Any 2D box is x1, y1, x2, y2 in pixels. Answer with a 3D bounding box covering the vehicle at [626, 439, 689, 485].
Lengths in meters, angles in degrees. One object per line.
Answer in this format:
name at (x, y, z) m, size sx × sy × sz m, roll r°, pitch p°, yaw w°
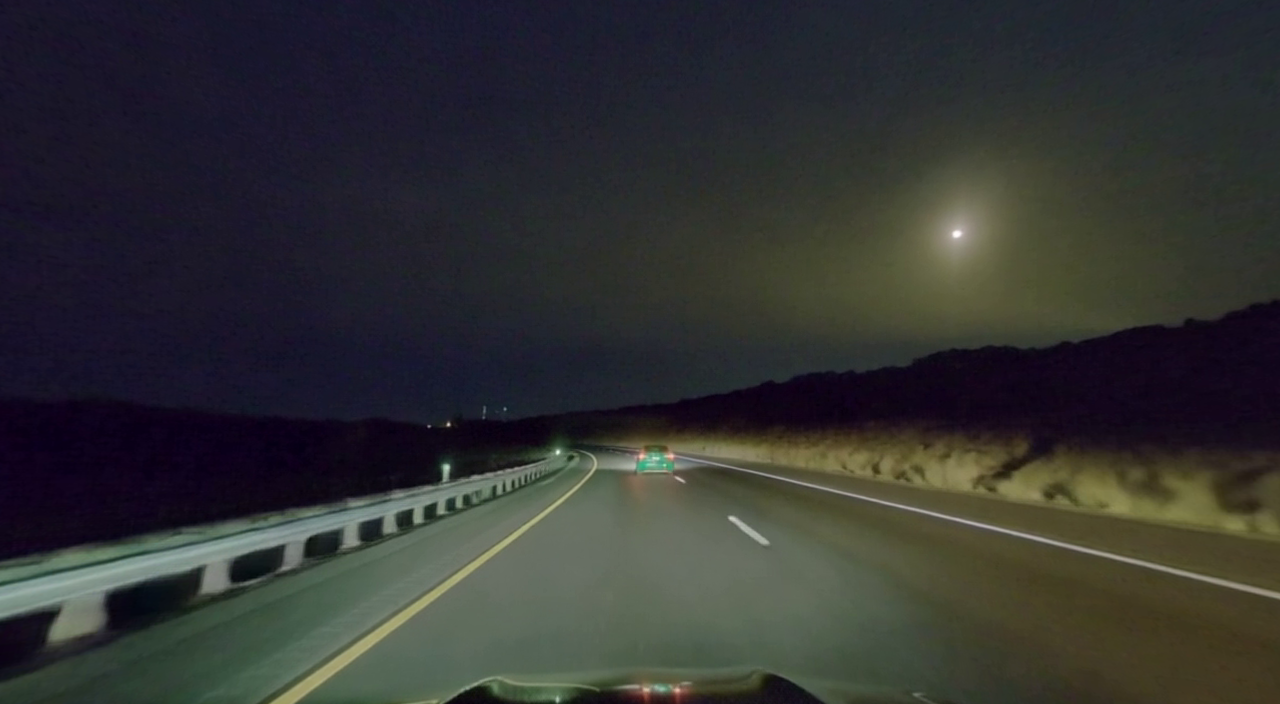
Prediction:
vehicle at (0.533, 3.962, 23.032) m, size 2.029 × 1.474 × 4.183 m, roll 0°, pitch -9°, yaw -2°
